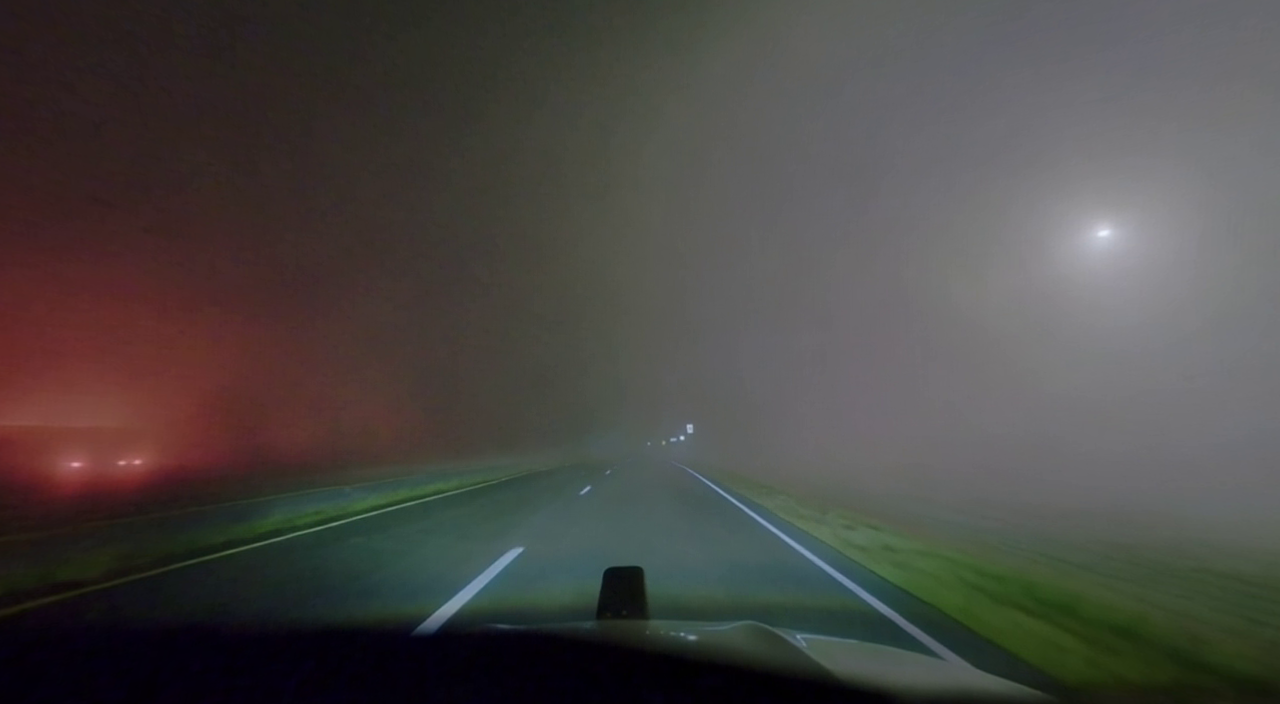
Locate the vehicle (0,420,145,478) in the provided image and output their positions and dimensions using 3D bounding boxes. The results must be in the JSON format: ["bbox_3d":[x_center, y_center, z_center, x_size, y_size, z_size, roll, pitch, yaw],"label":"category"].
[{"bbox_3d":[-46.290,7.472,49.066,2.914,3.973,17.272,2,-8,-5],"label":"vehicle"}]
